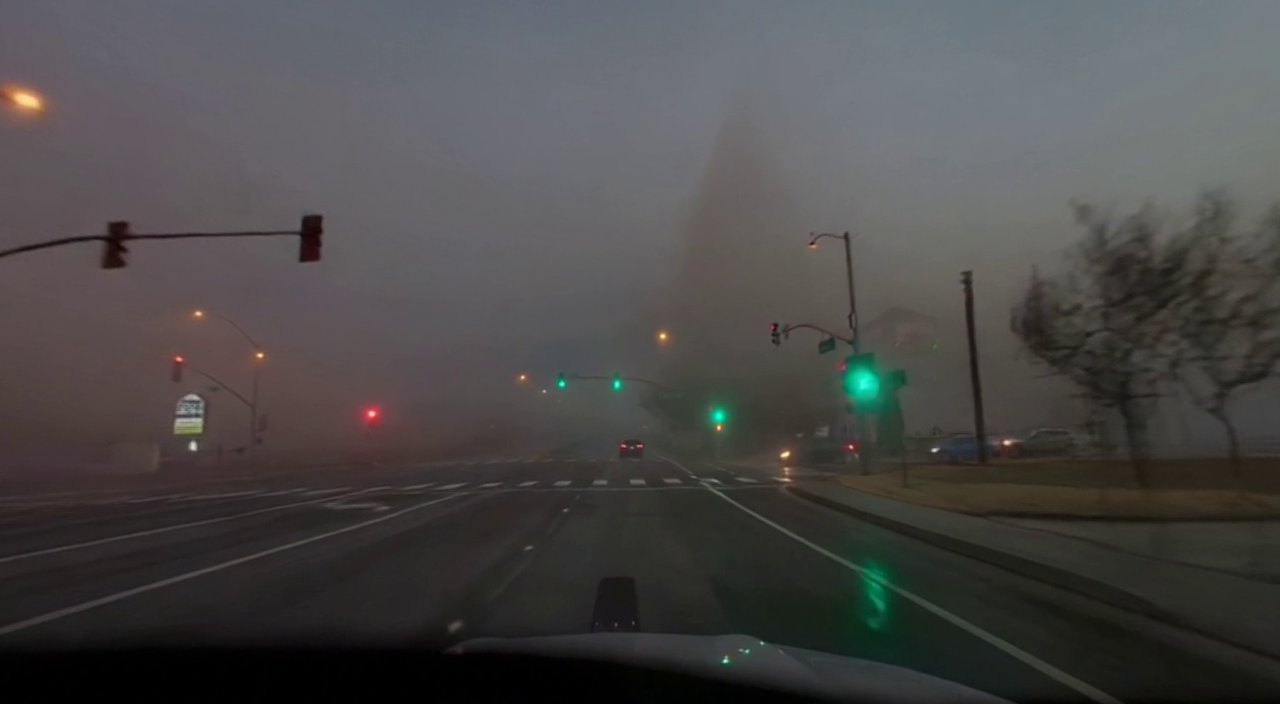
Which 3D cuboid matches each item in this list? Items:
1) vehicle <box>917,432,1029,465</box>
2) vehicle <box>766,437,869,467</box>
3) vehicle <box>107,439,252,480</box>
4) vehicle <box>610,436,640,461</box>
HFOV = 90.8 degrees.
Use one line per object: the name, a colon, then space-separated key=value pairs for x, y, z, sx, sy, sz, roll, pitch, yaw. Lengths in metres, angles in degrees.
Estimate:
vehicle: x=17.448 y=5.085 z=33.251 sx=4.710 sy=1.588 sz=2.053 roll=-1 pitch=-9 yaw=-2
vehicle: x=9.262 y=5.268 z=33.257 sx=4.794 sy=1.511 sz=1.992 roll=1 pitch=-9 yaw=-3
vehicle: x=-34.747 y=8.150 z=47.927 sx=8.399 sy=2.938 sz=2.801 roll=1 pitch=-9 yaw=-4
vehicle: x=-1.068 y=6.922 z=45.298 sx=2.024 sy=1.628 sz=4.774 roll=0 pitch=-9 yaw=-1
